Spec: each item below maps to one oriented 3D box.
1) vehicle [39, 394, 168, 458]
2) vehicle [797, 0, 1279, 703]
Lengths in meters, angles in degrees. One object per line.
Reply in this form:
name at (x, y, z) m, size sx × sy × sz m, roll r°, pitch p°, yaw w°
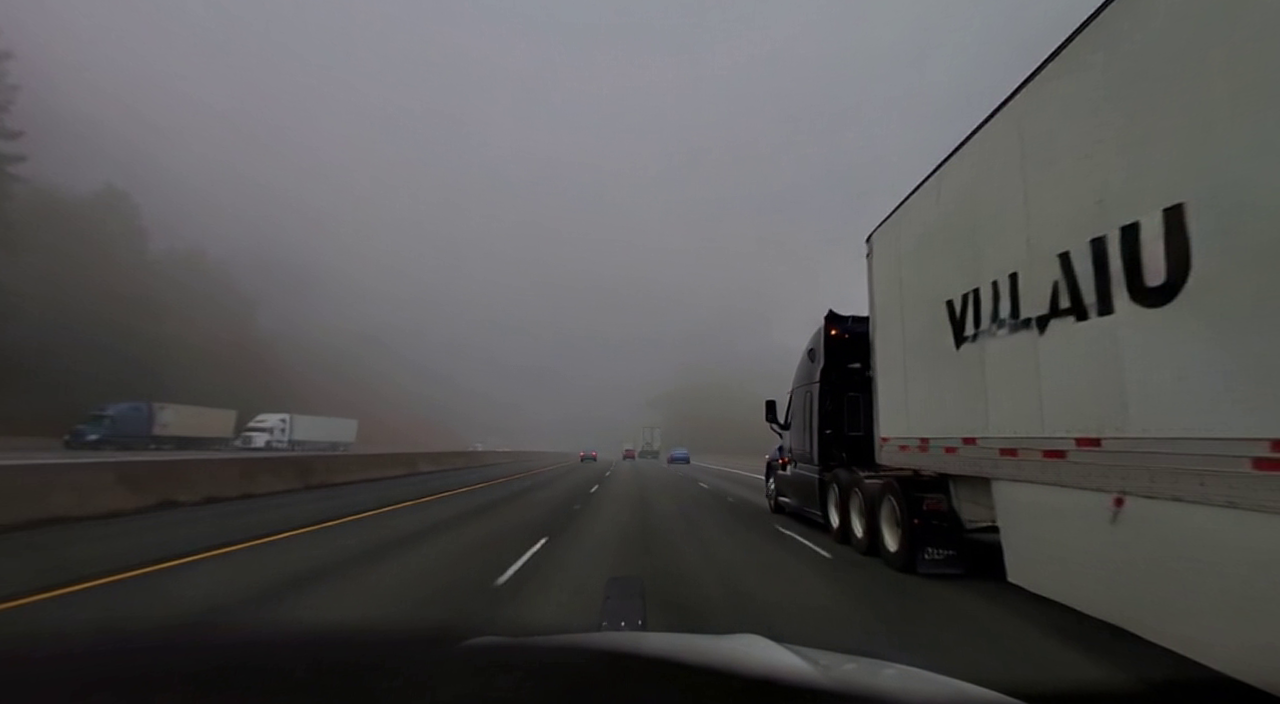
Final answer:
vehicle at (-35.304, 5.022, 41.826) m, size 2.899 × 3.870 × 6.026 m, roll -1°, pitch -9°, yaw 3°
vehicle at (4.277, -0.112, 3.489) m, size 2.847 × 4.075 × 14.244 m, roll 0°, pitch -9°, yaw -1°
